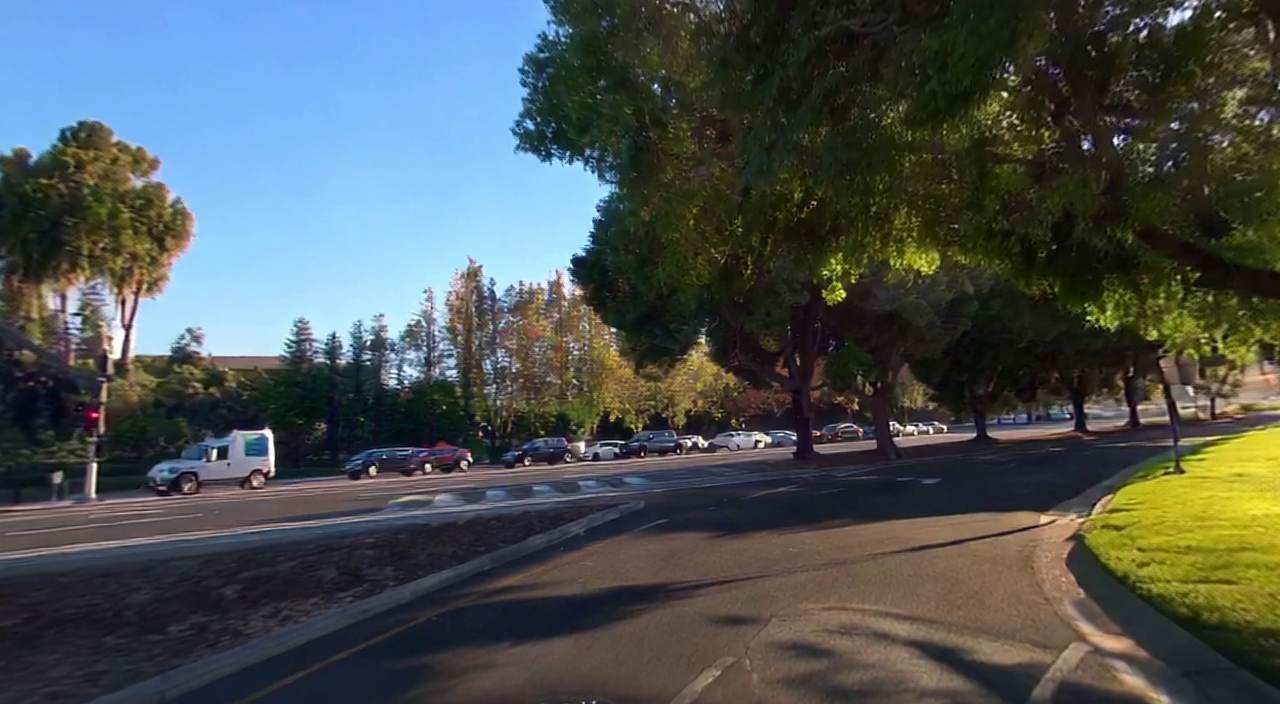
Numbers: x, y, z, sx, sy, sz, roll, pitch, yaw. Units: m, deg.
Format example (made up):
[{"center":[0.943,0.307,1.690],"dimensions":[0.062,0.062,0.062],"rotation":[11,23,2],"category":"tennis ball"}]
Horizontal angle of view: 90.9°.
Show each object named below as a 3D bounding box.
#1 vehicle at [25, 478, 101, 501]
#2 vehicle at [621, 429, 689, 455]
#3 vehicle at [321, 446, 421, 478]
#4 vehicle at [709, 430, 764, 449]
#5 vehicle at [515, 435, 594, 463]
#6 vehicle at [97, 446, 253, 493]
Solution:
[{"center":[-42.238,10.044,46.134],"dimensions":[4.321,1.502,1.782],"rotation":[-2,-9,13],"category":"vehicle"},{"center":[1.114,6.427,44.918],"dimensions":[4.662,1.758,1.969],"rotation":[7,-11,-39],"category":"vehicle"},{"center":[-13.977,5.679,32.842],"dimensions":[4.399,1.497,1.777],"rotation":[7,-11,-38],"category":"vehicle"},{"center":[7.660,6.959,49.887],"dimensions":[4.377,1.473,1.832],"rotation":[7,-11,-38],"category":"vehicle"},{"center":[-5.312,6.094,39.589],"dimensions":[4.600,1.642,1.876],"rotation":[7,-11,-40],"category":"vehicle"},{"center":[-20.290,5.089,27.715],"dimensions":[5.256,1.838,2.002],"rotation":[7,-11,-38],"category":"vehicle"}]
